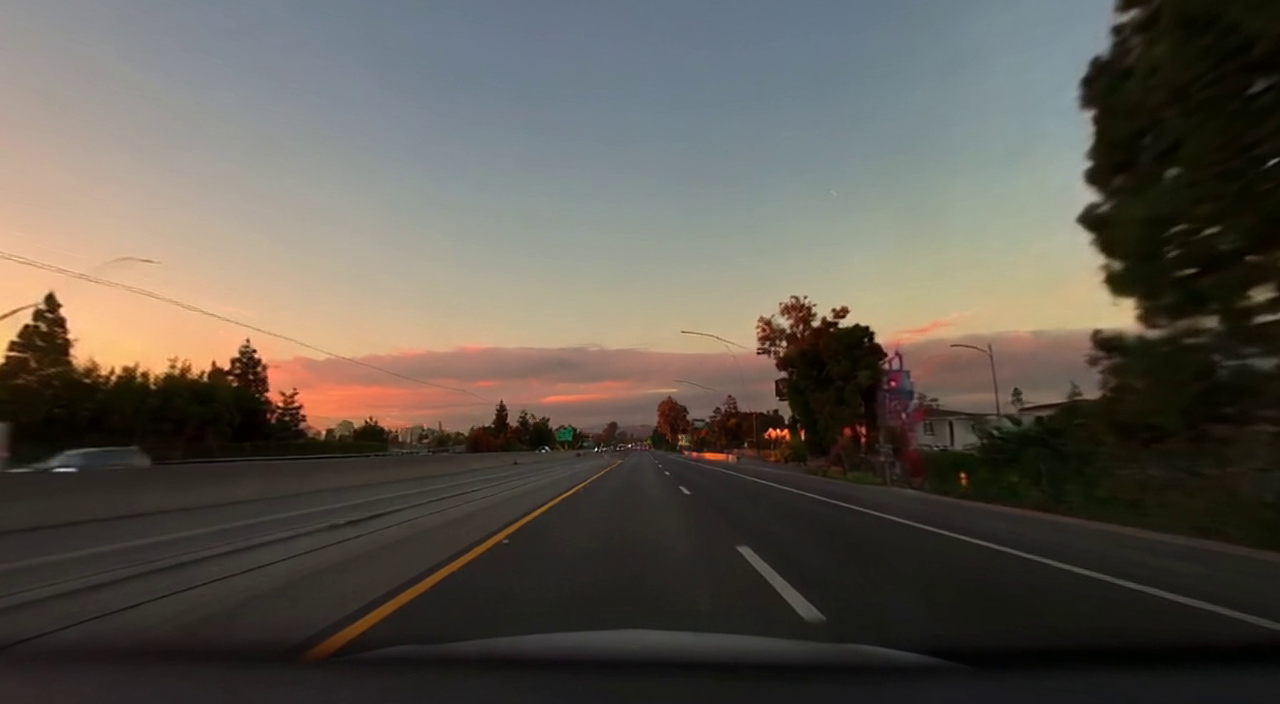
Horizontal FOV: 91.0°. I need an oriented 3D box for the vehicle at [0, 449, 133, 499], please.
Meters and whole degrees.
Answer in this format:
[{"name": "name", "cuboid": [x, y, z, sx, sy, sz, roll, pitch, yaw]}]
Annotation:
[{"name": "vehicle", "cuboid": [-21.515, 4.436, 23.286, 1.882, 1.601, 4.242, -1, -9, 1]}]
